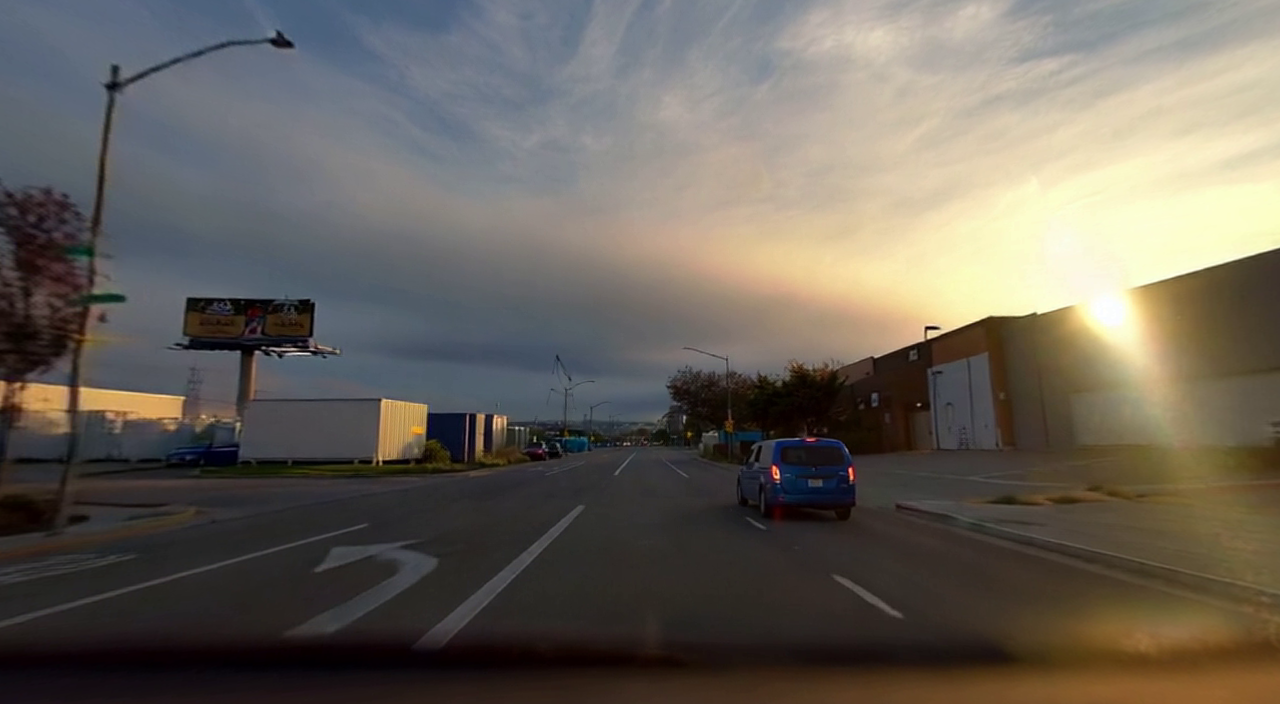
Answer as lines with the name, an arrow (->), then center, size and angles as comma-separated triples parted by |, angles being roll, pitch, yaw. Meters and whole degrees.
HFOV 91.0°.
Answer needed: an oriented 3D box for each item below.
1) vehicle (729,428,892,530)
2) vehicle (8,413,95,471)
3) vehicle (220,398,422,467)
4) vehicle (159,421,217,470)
vehicle -> 3.419, 2.663, 13.856 | 2.202, 1.822, 4.826 | 0, -9, 0
vehicle -> -39.817, 6.174, 42.881 | 3.287, 3.586, 7.296 | 7, -11, -37
vehicle -> -19.709, 5.073, 39.538 | 10.797, 4.039, 3.044 | 0, -9, -1
vehicle -> -33.926, 6.970, 47.142 | 2.841, 3.355, 7.180 | 7, -11, -38
